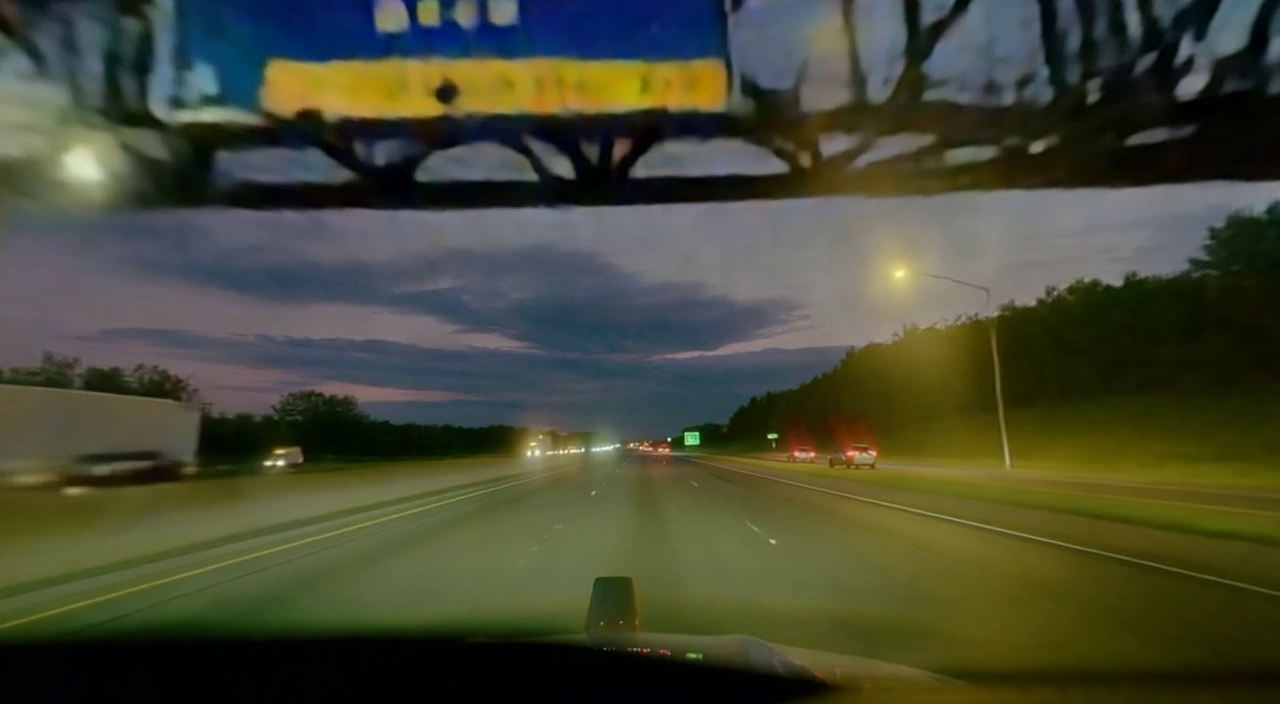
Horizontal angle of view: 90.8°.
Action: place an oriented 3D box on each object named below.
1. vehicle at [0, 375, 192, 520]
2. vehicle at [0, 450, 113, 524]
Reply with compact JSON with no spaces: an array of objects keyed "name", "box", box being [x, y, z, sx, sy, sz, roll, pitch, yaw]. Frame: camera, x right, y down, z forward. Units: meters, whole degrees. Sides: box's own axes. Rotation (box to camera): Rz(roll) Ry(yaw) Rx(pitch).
[{"name":"vehicle","box":[-18.758,2.900,19.082,2.915,3.862,10.009,0,-9,0]},{"name":"vehicle","box":[-15.000,3.044,14.401,1.944,1.603,4.591,0,-9,0]}]
